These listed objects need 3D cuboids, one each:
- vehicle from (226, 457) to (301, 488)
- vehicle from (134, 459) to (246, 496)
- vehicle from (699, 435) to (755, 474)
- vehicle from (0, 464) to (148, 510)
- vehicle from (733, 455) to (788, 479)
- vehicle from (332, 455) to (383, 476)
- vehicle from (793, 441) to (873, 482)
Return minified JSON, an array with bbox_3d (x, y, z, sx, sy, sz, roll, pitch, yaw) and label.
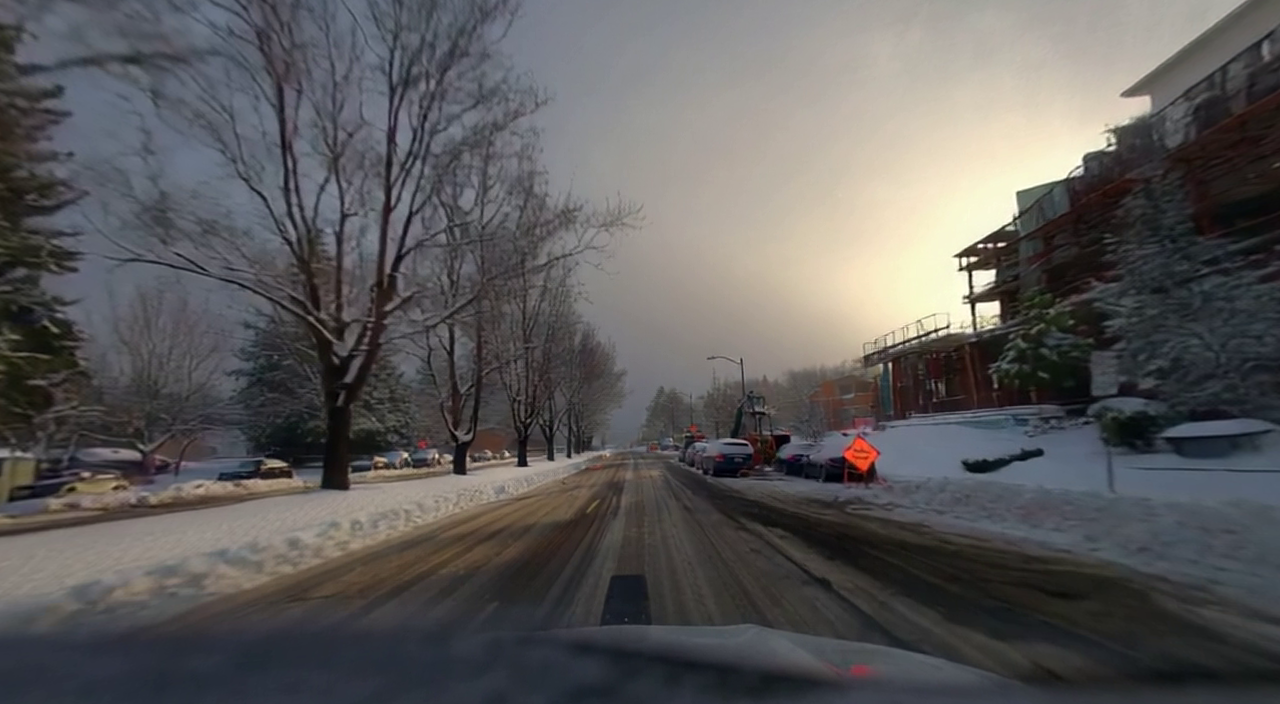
[{"bbox_3d":[-21.695,6.904,36.478,1.832,1.583,4.083,0,-8,-1],"label":"vehicle"},{"bbox_3d":[-21.468,5.971,30.384,1.900,1.490,4.775,0,-8,0],"label":"vehicle"},{"bbox_3d":[4.407,5.249,32.597,2.050,1.832,4.794,0,-8,-2],"label":"vehicle"},{"bbox_3d":[-21.556,5.073,24.091,1.847,1.445,4.441,0,-8,0],"label":"vehicle"},{"bbox_3d":[5.097,4.899,26.927,1.973,0.903,2.151,0,-8,2],"label":"vehicle"},{"bbox_3d":[-21.580,8.660,48.301,1.811,1.480,4.425,0,-8,0],"label":"vehicle"},{"bbox_3d":[7.572,4.304,25.173,1.933,1.483,4.330,0,-8,1],"label":"vehicle"}]
